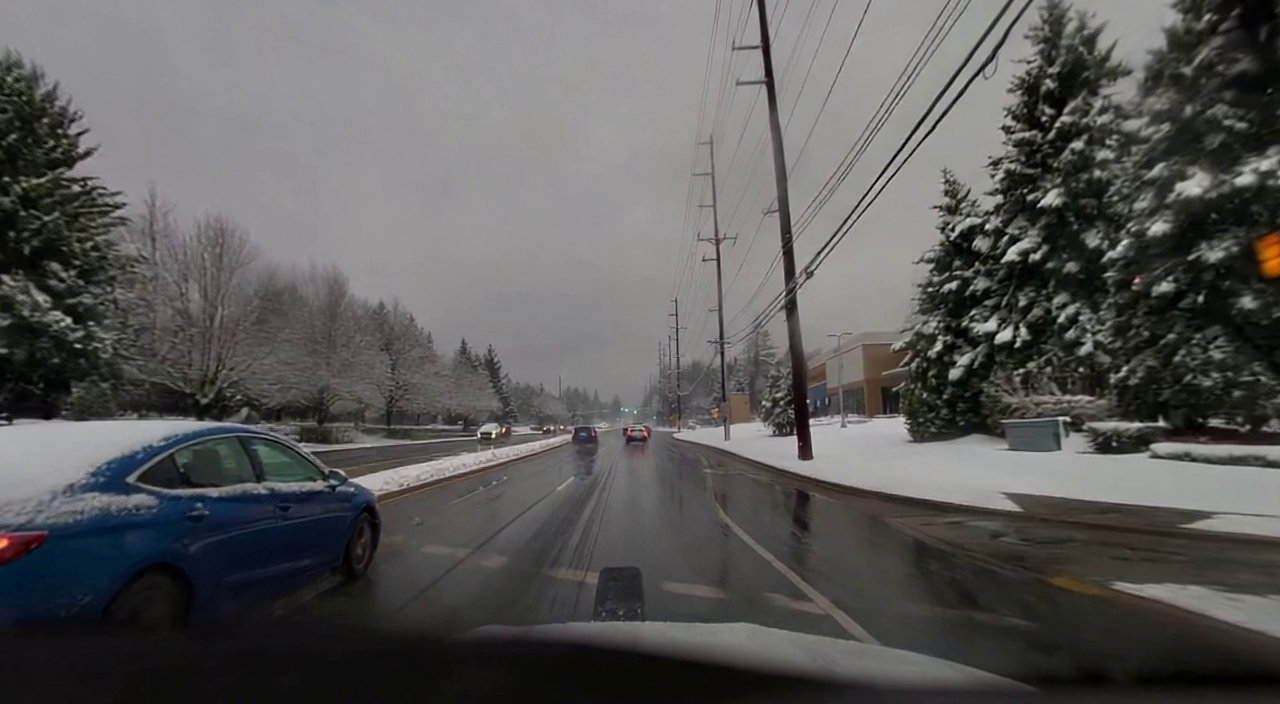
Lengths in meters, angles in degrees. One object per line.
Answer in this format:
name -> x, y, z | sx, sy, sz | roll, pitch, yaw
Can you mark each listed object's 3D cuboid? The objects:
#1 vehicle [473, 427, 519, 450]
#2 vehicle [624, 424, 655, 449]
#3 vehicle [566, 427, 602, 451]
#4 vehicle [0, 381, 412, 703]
vehicle -> -9.138, 5.570, 40.472 | 1.971, 1.415, 4.317 | 0, -8, -1
vehicle -> -0.066, 6.320, 46.998 | 2.182, 1.773, 4.041 | 0, -8, -1
vehicle -> -3.657, 5.758, 41.808 | 2.021, 1.486, 3.623 | 0, -8, 0
vehicle -> -3.401, 1.145, 4.336 | 1.928, 1.488, 4.635 | 0, -8, 0
